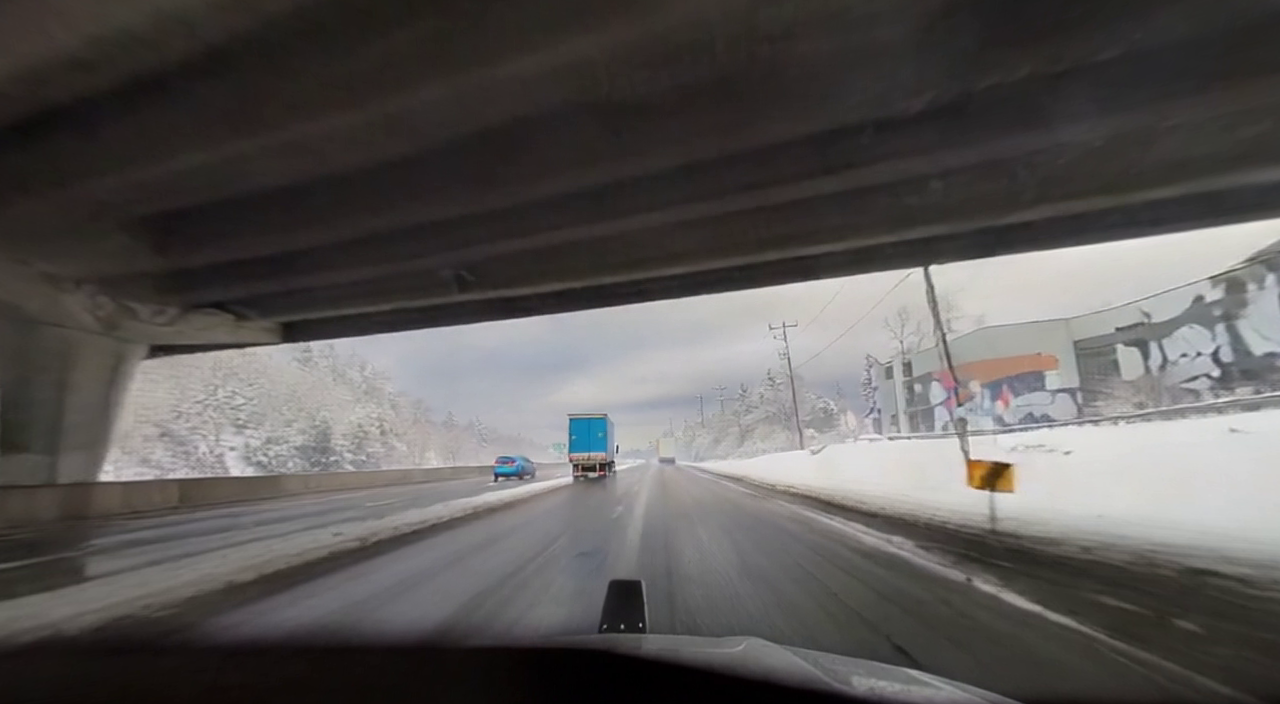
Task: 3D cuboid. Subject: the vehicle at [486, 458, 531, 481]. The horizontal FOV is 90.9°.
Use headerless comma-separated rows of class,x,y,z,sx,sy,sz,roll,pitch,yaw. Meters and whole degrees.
vehicle,-8.884,7.985,43.036,1.940,1.381,4.348,-1,-9,3
